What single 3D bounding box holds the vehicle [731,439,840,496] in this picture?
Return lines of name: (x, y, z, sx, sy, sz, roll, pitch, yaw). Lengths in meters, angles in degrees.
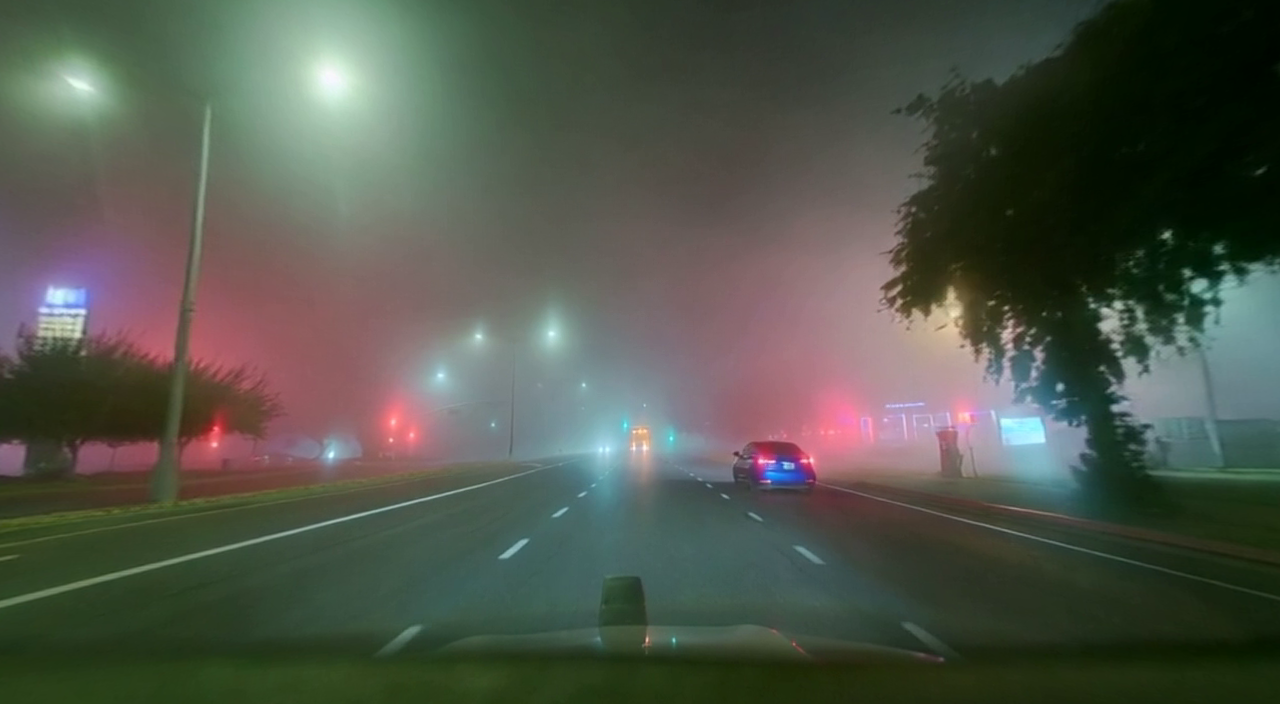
vehicle: (4.055, 3.299, 18.462, 2.005, 1.442, 4.675, 0, -8, -1)
